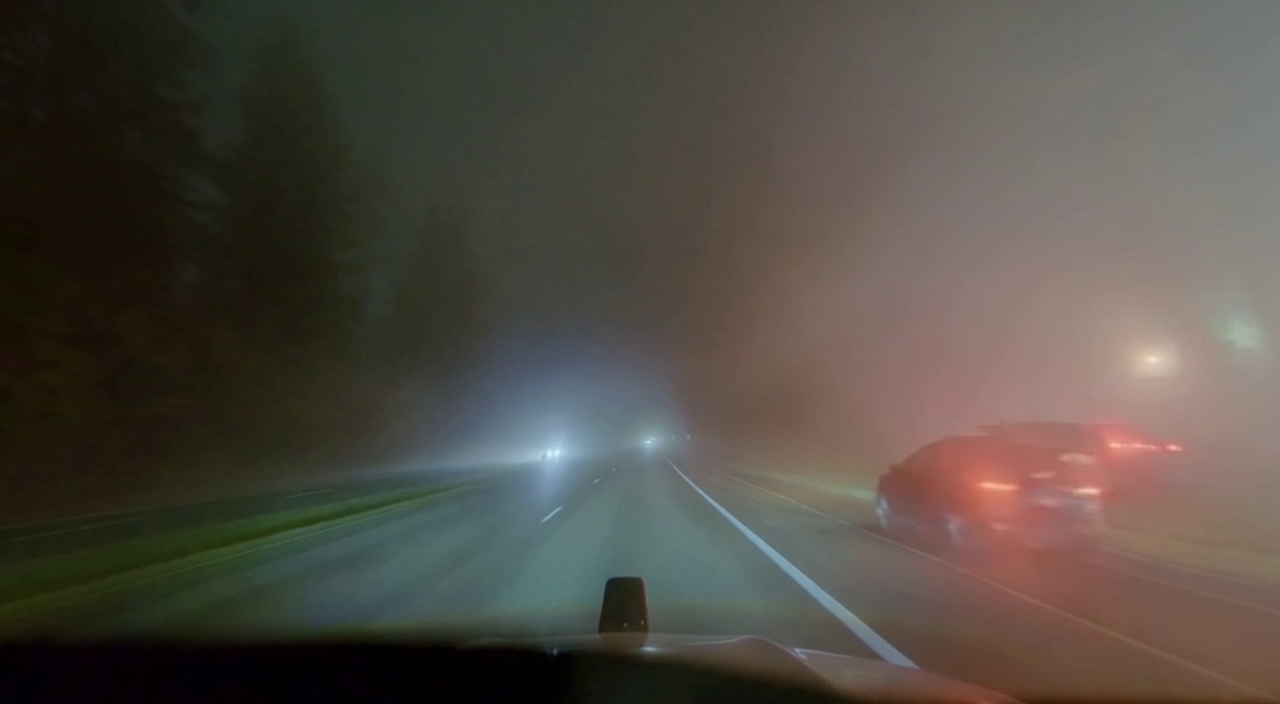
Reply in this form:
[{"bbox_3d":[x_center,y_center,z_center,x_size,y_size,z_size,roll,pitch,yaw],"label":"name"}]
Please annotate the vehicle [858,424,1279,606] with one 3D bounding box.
[{"bbox_3d":[4.534,1.698,7.613,2.184,1.496,4.615,0,-8,1],"label":"vehicle"}]
